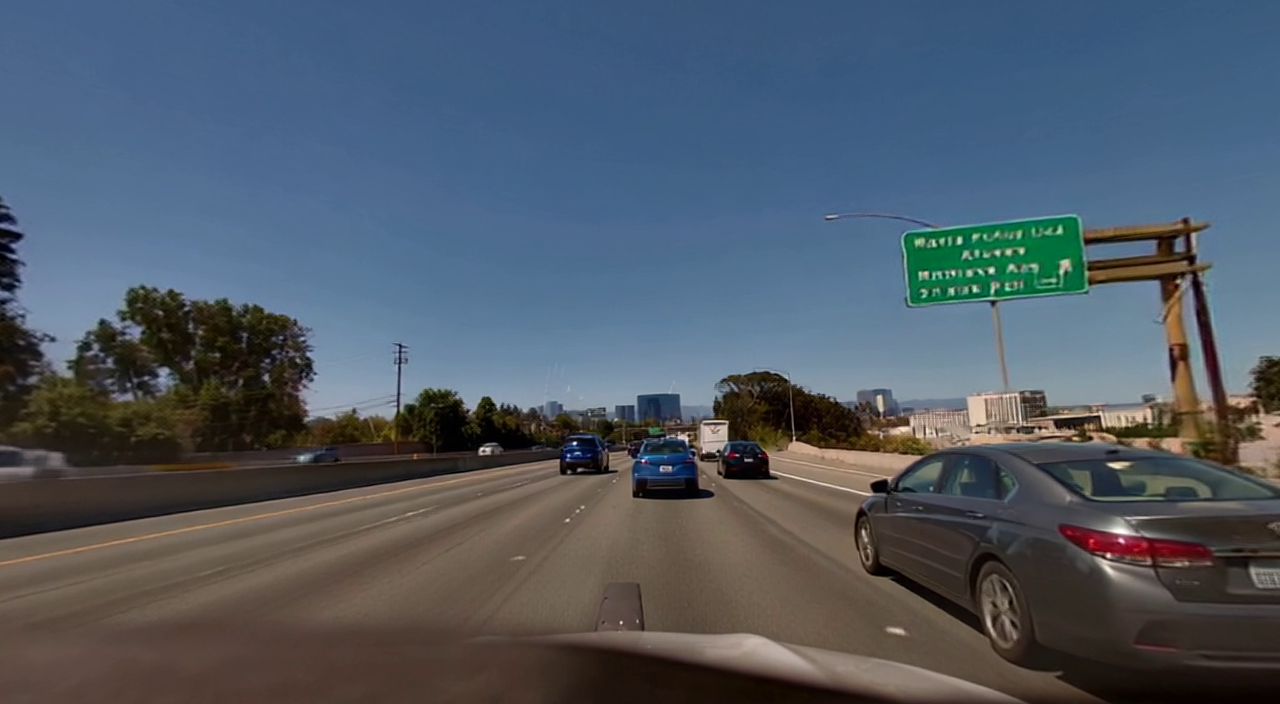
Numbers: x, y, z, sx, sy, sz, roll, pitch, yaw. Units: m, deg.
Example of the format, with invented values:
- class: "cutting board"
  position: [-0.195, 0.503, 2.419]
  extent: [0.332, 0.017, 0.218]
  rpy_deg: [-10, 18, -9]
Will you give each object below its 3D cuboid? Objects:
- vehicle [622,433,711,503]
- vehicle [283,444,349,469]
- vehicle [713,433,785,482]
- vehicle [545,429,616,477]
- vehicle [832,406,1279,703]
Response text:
- class: "vehicle"
  position: [0.679, 3.000, 16.638]
  extent: [2.074, 1.614, 3.803]
  rpy_deg: [0, -9, 2]
- class: "vehicle"
  position: [-21.805, 7.054, 42.565]
  extent: [1.886, 1.571, 4.375]
  rpy_deg: [-1, -9, 4]
- class: "vehicle"
  position: [4.061, 4.028, 24.166]
  extent: [2.076, 1.684, 4.241]
  rpy_deg: [0, -9, 1]
- class: "vehicle"
  position: [-2.546, 4.561, 28.551]
  extent: [2.434, 1.965, 5.305]
  rpy_deg: [0, -9, 3]
- class: "vehicle"
  position: [3.188, 1.319, 4.853]
  extent: [2.009, 1.489, 4.559]
  rpy_deg: [0, -9, 0]
